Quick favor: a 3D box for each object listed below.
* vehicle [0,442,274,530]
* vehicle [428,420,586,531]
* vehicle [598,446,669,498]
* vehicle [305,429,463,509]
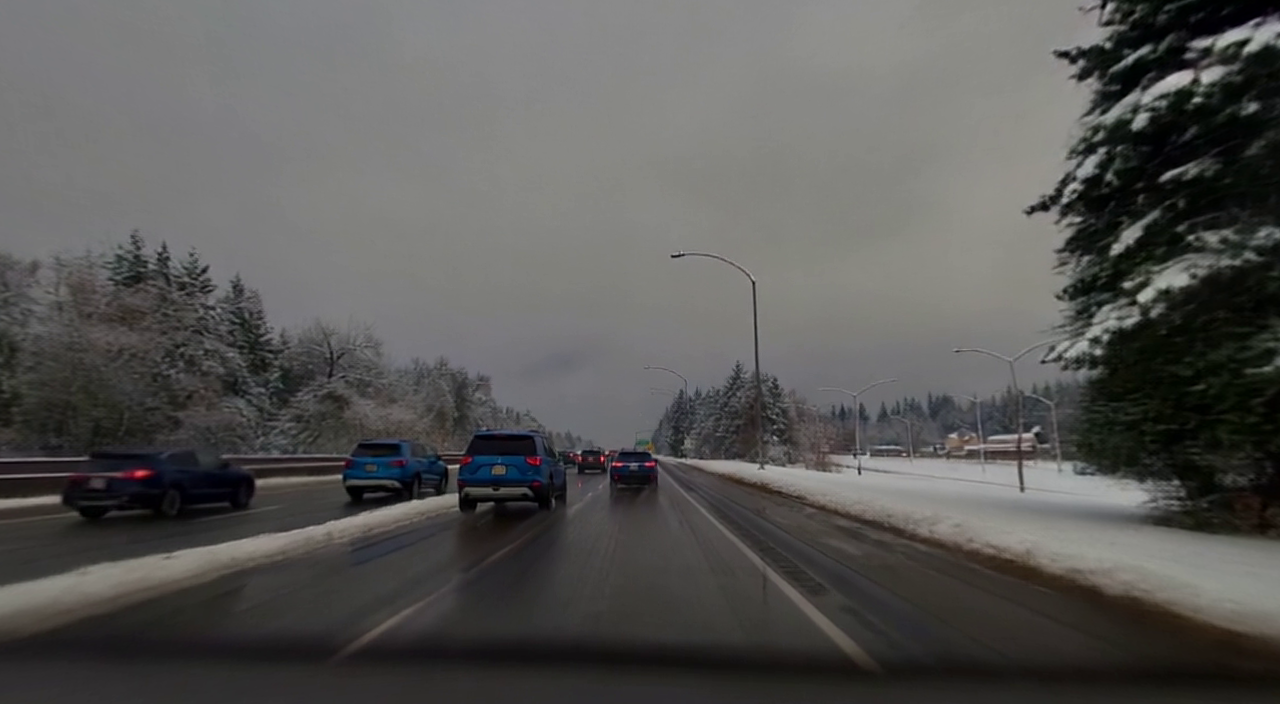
[{"bbox_3d":[-10.085,2.631,13.040,2.126,1.480,4.589,0,-9,2],"label":"vehicle"},{"bbox_3d":[-2.374,2.353,12.486,2.123,1.798,4.108,0,-9,2],"label":"vehicle"},{"bbox_3d":[-0.172,3.799,20.386,2.068,1.488,4.045,0,-9,0],"label":"vehicle"},{"bbox_3d":[-6.547,3.043,16.837,2.162,1.823,4.566,0,-9,2],"label":"vehicle"}]
